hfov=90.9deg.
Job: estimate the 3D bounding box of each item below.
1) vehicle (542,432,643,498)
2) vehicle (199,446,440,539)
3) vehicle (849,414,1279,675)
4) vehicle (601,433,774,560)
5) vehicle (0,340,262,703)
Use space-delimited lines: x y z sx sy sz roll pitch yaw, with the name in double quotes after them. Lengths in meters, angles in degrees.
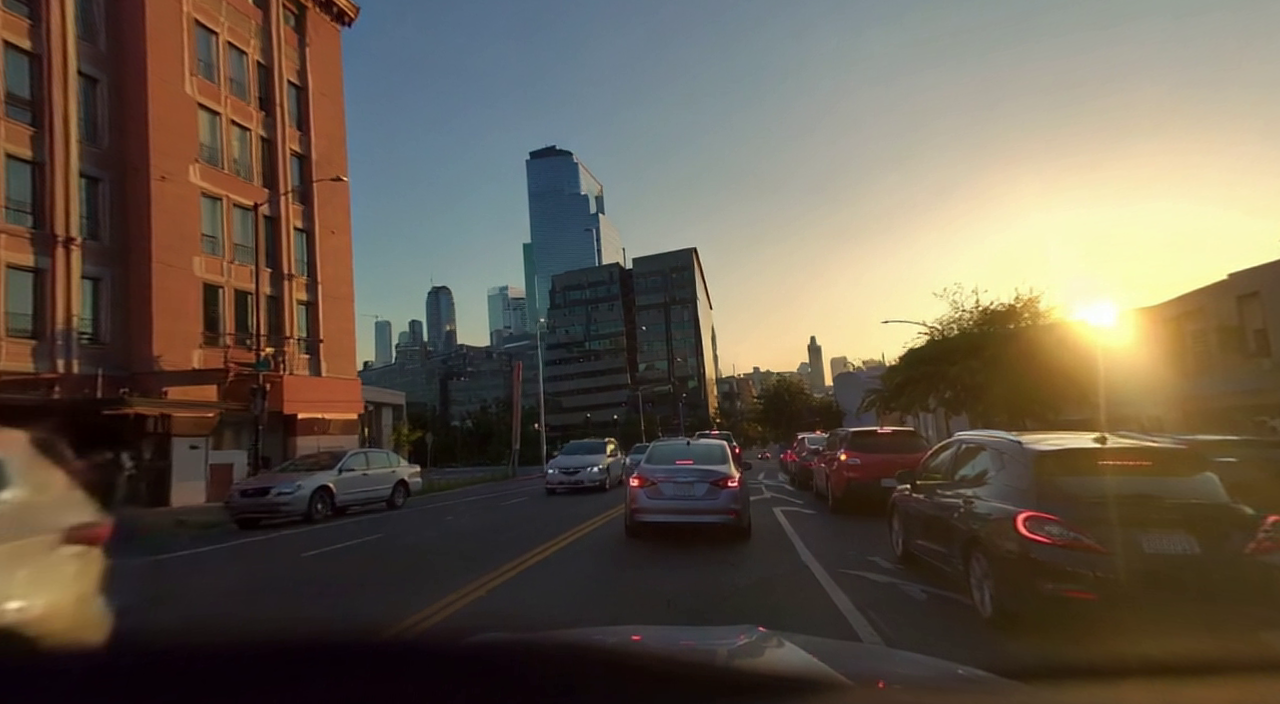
-1.293 3.407 19.505 2.102 1.771 4.599 -1 -9 9 "vehicle"
-6.074 2.646 12.687 1.928 1.503 4.322 -2 -9 13 "vehicle"
3.391 1.441 5.889 1.982 1.510 4.144 -1 -9 8 "vehicle"
0.790 1.983 9.391 2.031 1.461 3.763 -1 -8 8 "vehicle"
-3.535 0.712 1.616 2.030 1.730 4.453 -1 -8 6 "vehicle"
